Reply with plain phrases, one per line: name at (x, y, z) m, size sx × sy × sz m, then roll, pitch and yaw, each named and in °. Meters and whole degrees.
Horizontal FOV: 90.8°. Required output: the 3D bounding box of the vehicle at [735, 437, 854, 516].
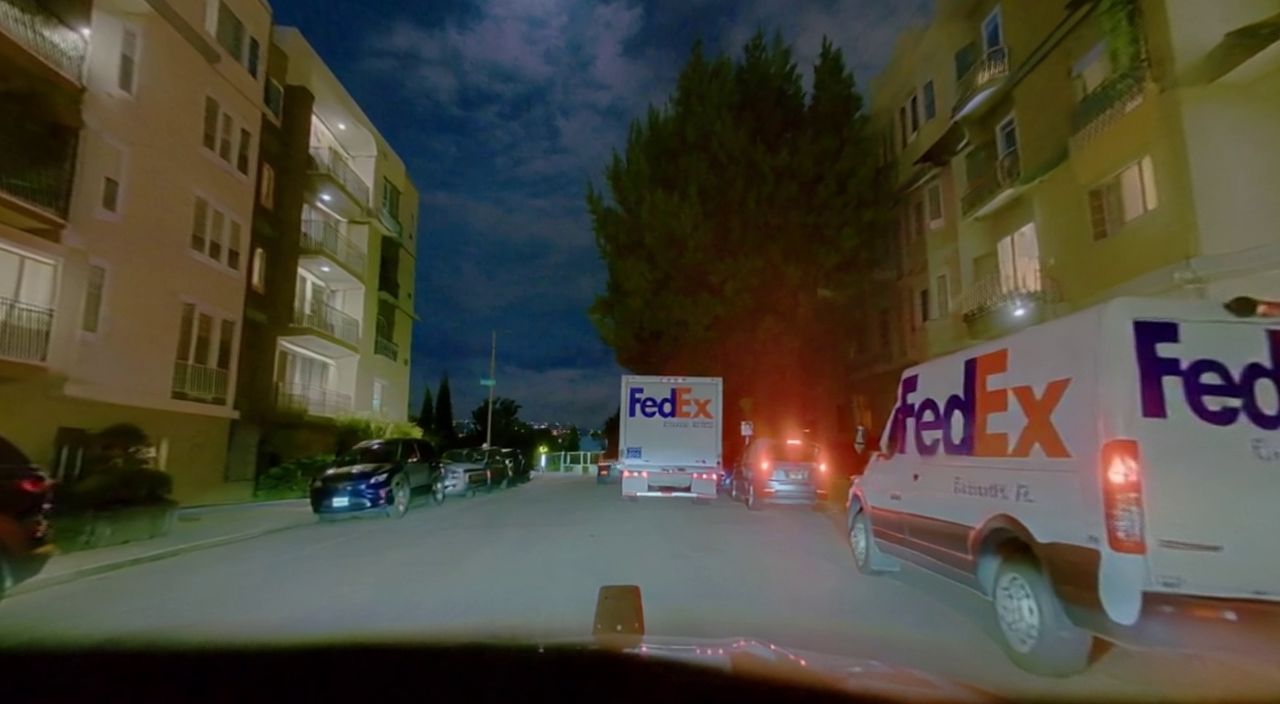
vehicle at (3.478, 2.860, 14.999) m, size 1.868 × 1.623 × 3.815 m, roll 0°, pitch -8°, yaw 0°

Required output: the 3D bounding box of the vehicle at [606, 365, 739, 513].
vehicle at (0.669, 2.527, 18.225) m, size 2.930 × 3.275 × 8.180 m, roll 0°, pitch -8°, yaw -1°

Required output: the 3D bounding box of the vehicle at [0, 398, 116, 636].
vehicle at (-5.835, 1.058, 3.523) m, size 2.089 × 1.757 × 4.256 m, roll 0°, pitch -8°, yaw 1°

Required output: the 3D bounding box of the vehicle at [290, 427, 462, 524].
vehicle at (-5.817, 2.763, 14.718) m, size 2.020 × 1.867 × 4.654 m, roll 0°, pitch -8°, yaw -1°

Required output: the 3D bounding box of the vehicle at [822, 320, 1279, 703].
vehicle at (3.516, 1.244, 5.522) m, size 2.221 × 1.991 × 5.564 m, roll 0°, pitch -8°, yaw 0°
